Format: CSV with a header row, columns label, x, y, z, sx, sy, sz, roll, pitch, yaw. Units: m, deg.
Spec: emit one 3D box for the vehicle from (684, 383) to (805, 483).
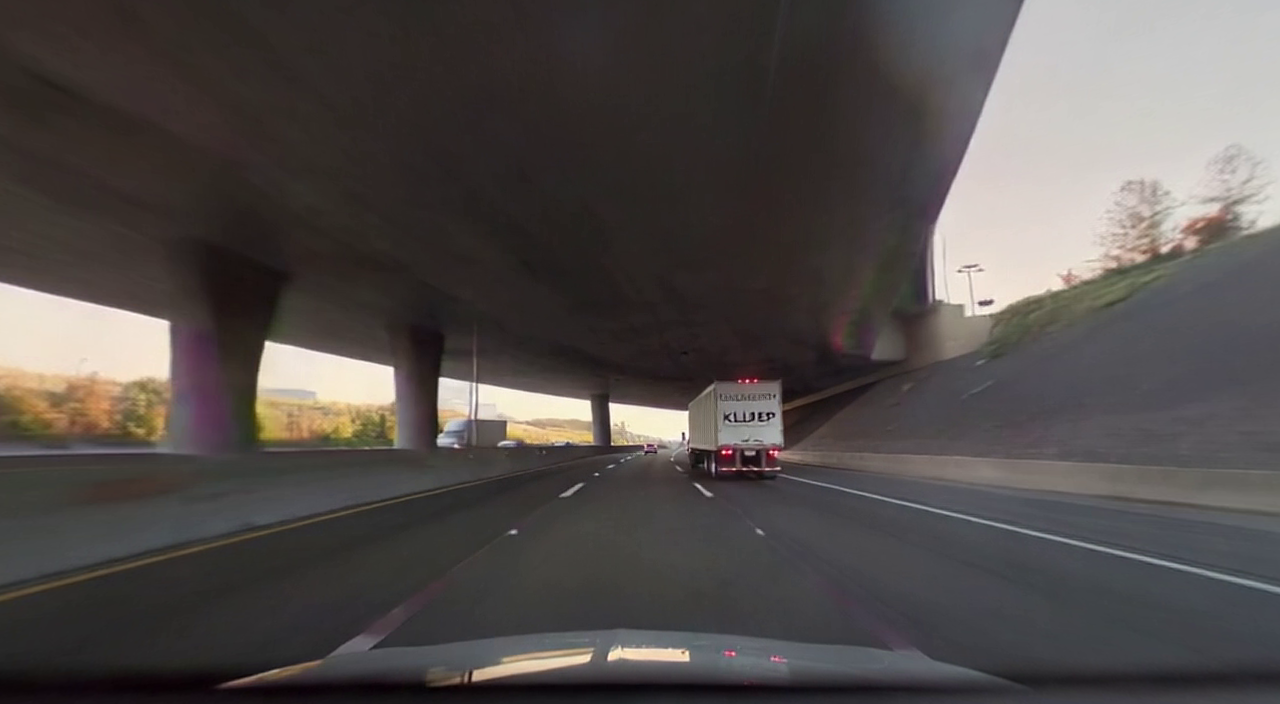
label,x,y,z,sx,sy,sz,roll,pitch,yaw
vehicle,4.128,3.683,28.329,3.306,3.531,11.717,0,-8,-1
